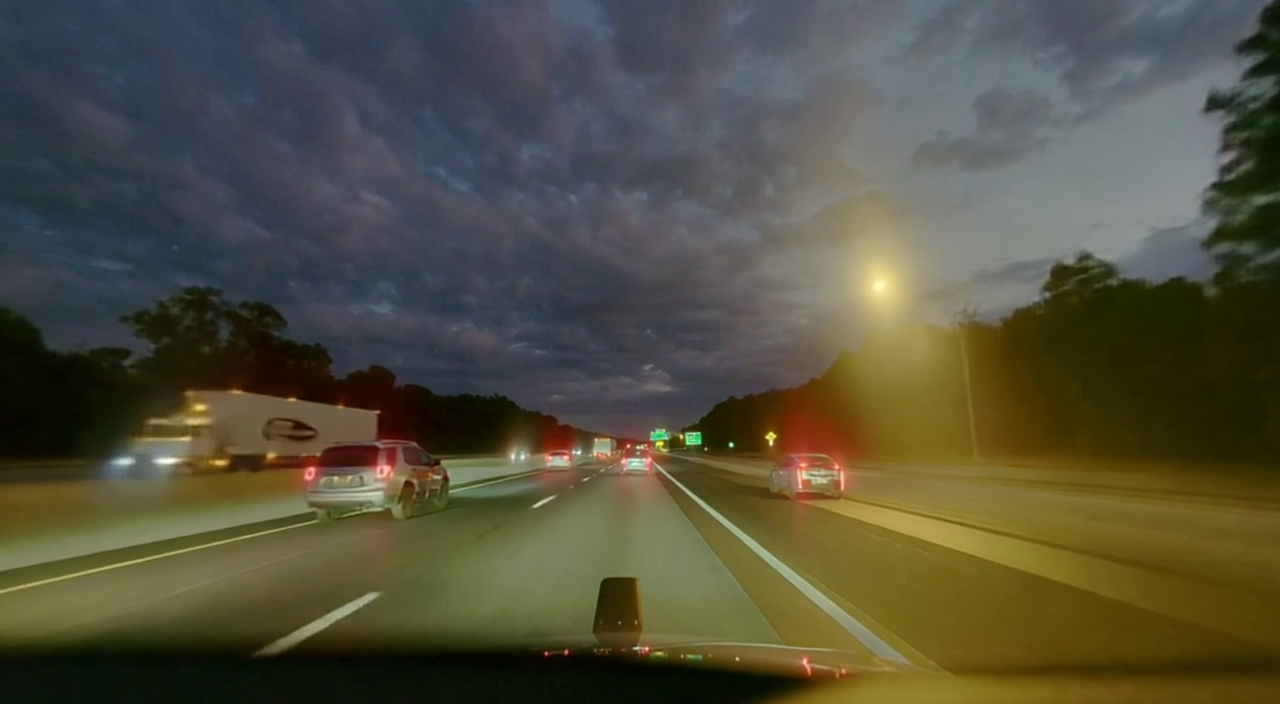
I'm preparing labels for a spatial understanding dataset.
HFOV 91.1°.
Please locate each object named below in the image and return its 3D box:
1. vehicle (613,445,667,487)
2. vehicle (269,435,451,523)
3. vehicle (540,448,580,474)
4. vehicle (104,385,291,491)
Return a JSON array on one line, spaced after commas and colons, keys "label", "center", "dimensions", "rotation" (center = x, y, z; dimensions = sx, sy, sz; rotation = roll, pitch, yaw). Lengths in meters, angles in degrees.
[{"label": "vehicle", "center": [-0.027, 4.336, 24.136], "dimensions": [1.940, 1.451, 3.512], "rotation": [0, -9, -1]}, {"label": "vehicle", "center": [-5.876, 2.698, 13.898], "dimensions": [2.058, 1.626, 4.118], "rotation": [0, -9, 1]}, {"label": "vehicle", "center": [-4.874, 6.651, 38.690], "dimensions": [1.892, 1.481, 4.180], "rotation": [0, -9, 1]}, {"label": "vehicle", "center": [-17.842, 3.587, 26.041], "dimensions": [3.045, 3.825, 6.229], "rotation": [0, -9, 0]}]
